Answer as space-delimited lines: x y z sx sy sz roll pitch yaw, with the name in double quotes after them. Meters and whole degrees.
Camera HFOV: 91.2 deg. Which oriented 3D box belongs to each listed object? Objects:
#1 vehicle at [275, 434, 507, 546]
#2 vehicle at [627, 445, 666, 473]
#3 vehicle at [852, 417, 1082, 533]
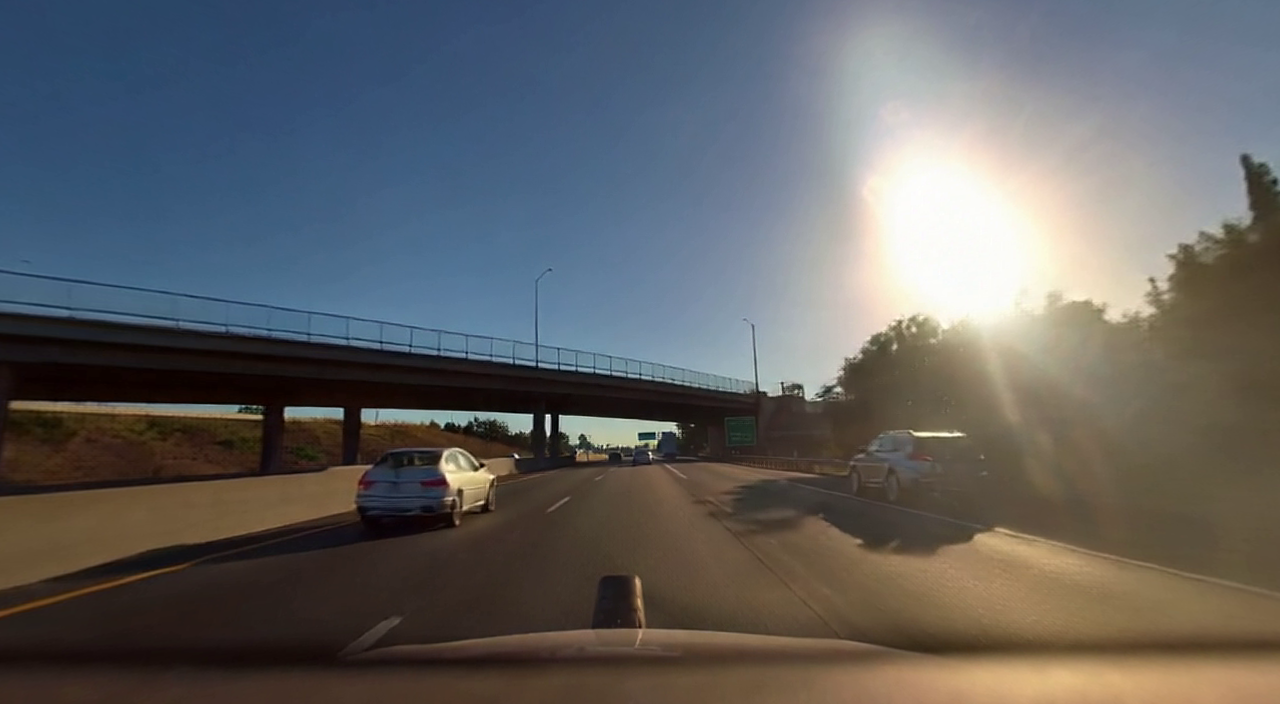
-4.110 2.325 11.305 2.084 1.594 4.219 -1 -8 6 "vehicle"
0.442 6.505 38.488 1.969 1.595 3.964 -1 -8 6 "vehicle"
5.484 2.118 11.312 2.143 1.667 4.221 -1 -9 5 "vehicle"
